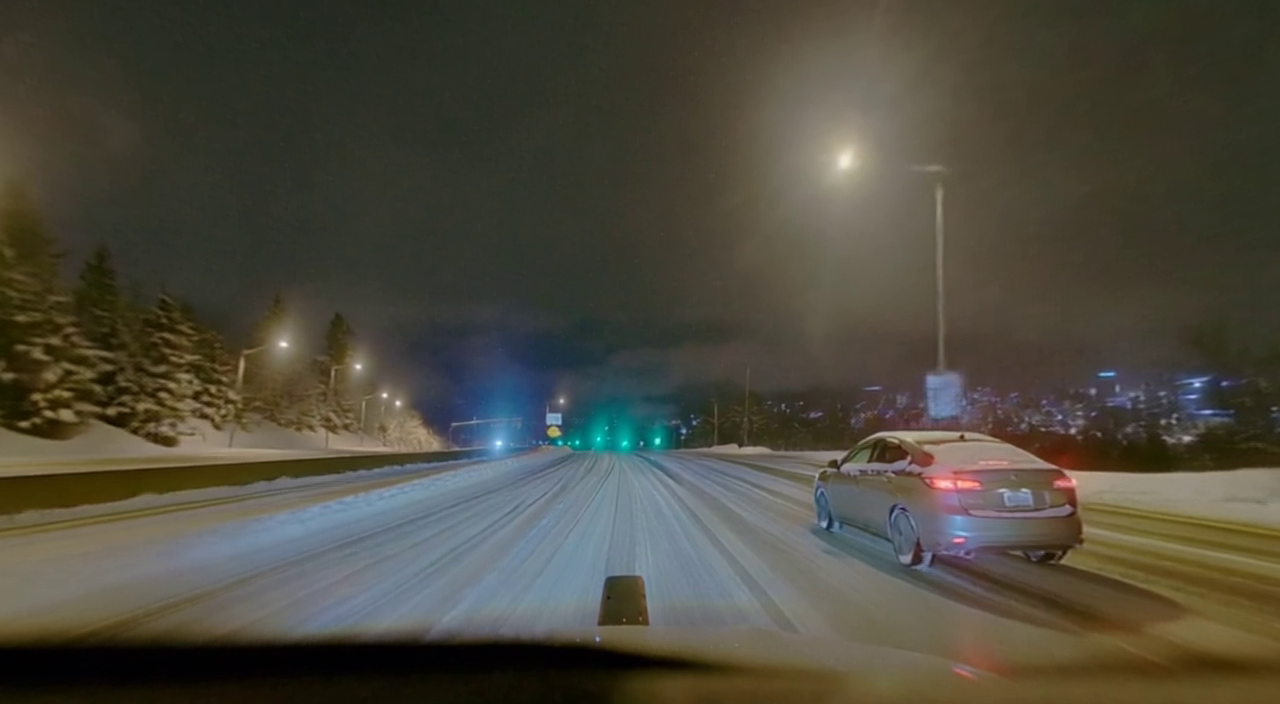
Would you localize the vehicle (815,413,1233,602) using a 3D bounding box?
[{"bbox_3d":[3.919,1.663,7.748,2.104,1.575,4.698,0,-8,-1],"label":"vehicle"}]
